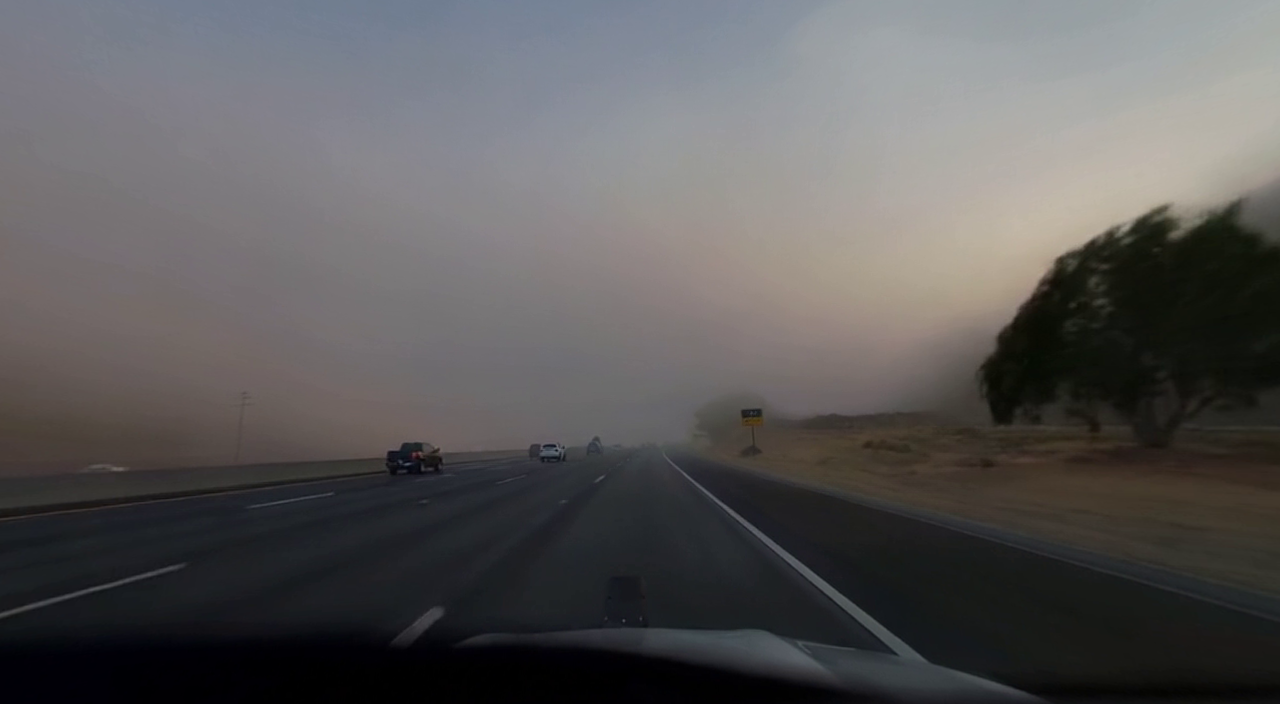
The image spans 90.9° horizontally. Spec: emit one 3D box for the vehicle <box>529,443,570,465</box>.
[{"bbox_3d":[-6.356,7.189,44.547,2.107,1.484,4.449,-1,-9,2],"label":"vehicle"}]

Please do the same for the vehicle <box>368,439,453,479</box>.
[{"bbox_3d":[-10.398,4.884,28.984,2.122,1.695,4.437,-1,-9,2],"label":"vehicle"}]

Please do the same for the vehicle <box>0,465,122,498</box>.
[{"bbox_3d":[-36.222,8.052,39.535,2.180,1.737,6.134,0,-9,1],"label":"vehicle"}]
